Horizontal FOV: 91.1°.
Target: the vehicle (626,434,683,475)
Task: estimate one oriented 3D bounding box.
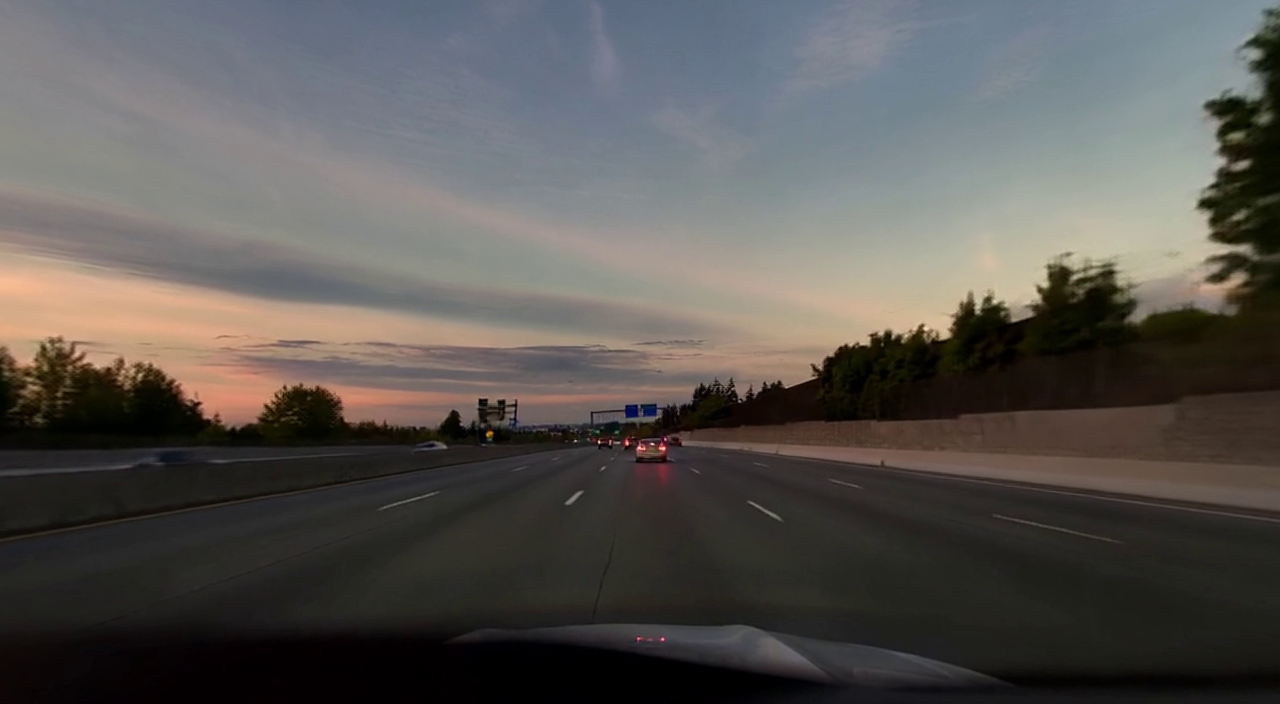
[{"bbox_3d":[0.479,3.964,24.693,2.046,1.467,3.844,0,-8,-1],"label":"vehicle"}]
